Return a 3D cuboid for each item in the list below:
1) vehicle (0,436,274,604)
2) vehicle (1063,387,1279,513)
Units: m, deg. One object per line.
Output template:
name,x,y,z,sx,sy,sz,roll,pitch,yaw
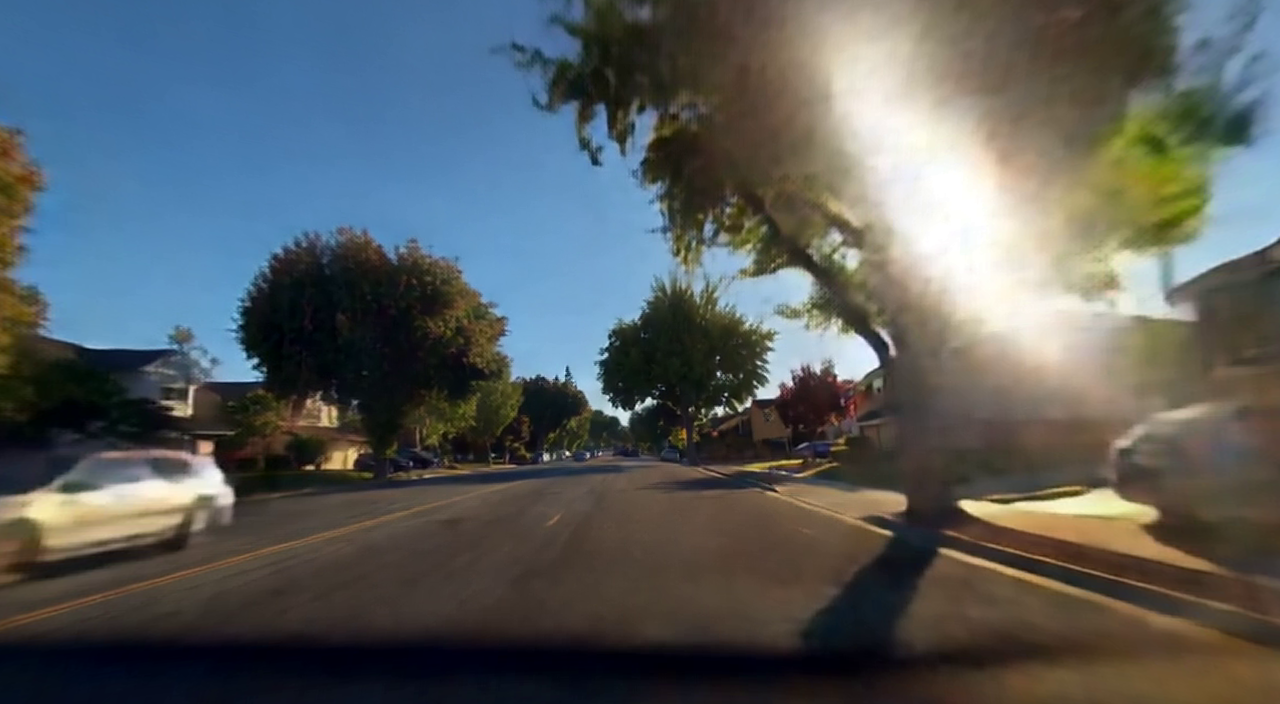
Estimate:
vehicle,-7.173,1.947,8.237,1.951,1.613,4.654,-1,-8,1
vehicle,10.540,1.735,10.977,4.583,1.853,2.260,-2,-14,-2
